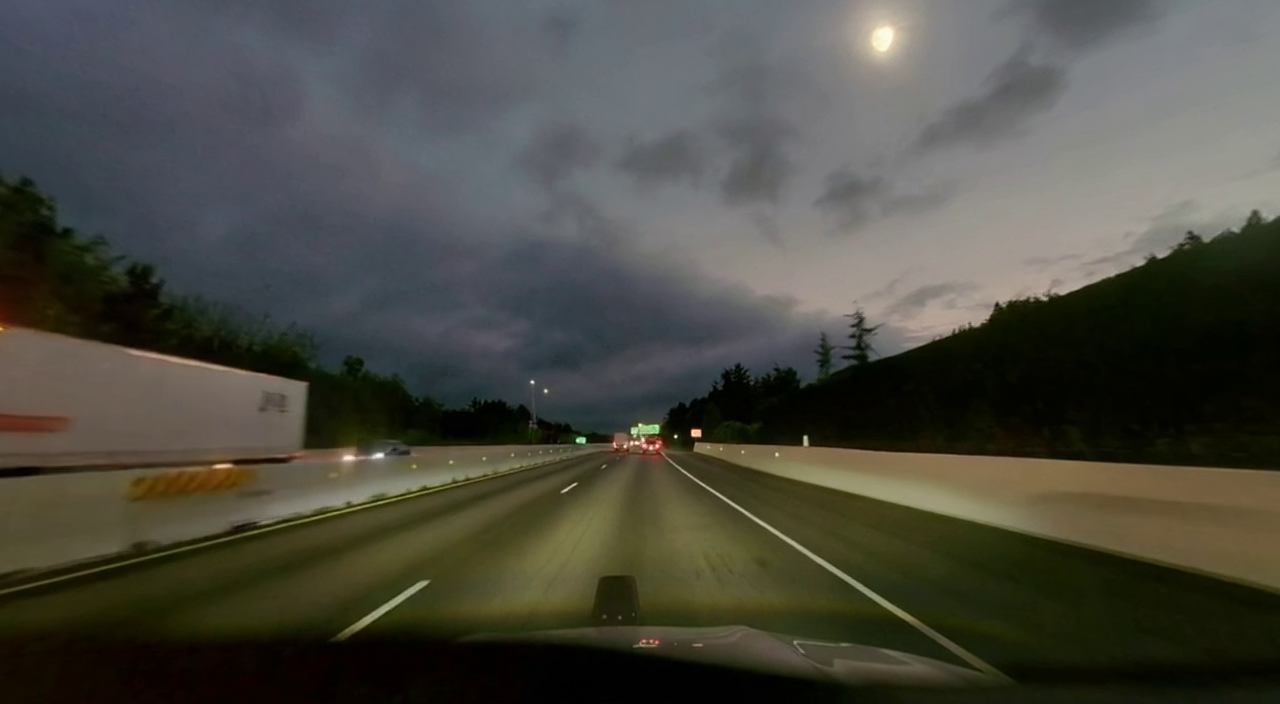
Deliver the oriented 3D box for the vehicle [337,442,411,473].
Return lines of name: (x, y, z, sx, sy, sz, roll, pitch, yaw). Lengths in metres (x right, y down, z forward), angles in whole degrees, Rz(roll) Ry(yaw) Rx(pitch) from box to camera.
vehicle: (-14.236, 5.636, 33.988, 1.892, 1.511, 4.694, 0, -8, 1)

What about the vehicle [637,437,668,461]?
vehicle: (0.805, 6.513, 42.343, 2.030, 1.523, 4.114, 0, -8, 0)
